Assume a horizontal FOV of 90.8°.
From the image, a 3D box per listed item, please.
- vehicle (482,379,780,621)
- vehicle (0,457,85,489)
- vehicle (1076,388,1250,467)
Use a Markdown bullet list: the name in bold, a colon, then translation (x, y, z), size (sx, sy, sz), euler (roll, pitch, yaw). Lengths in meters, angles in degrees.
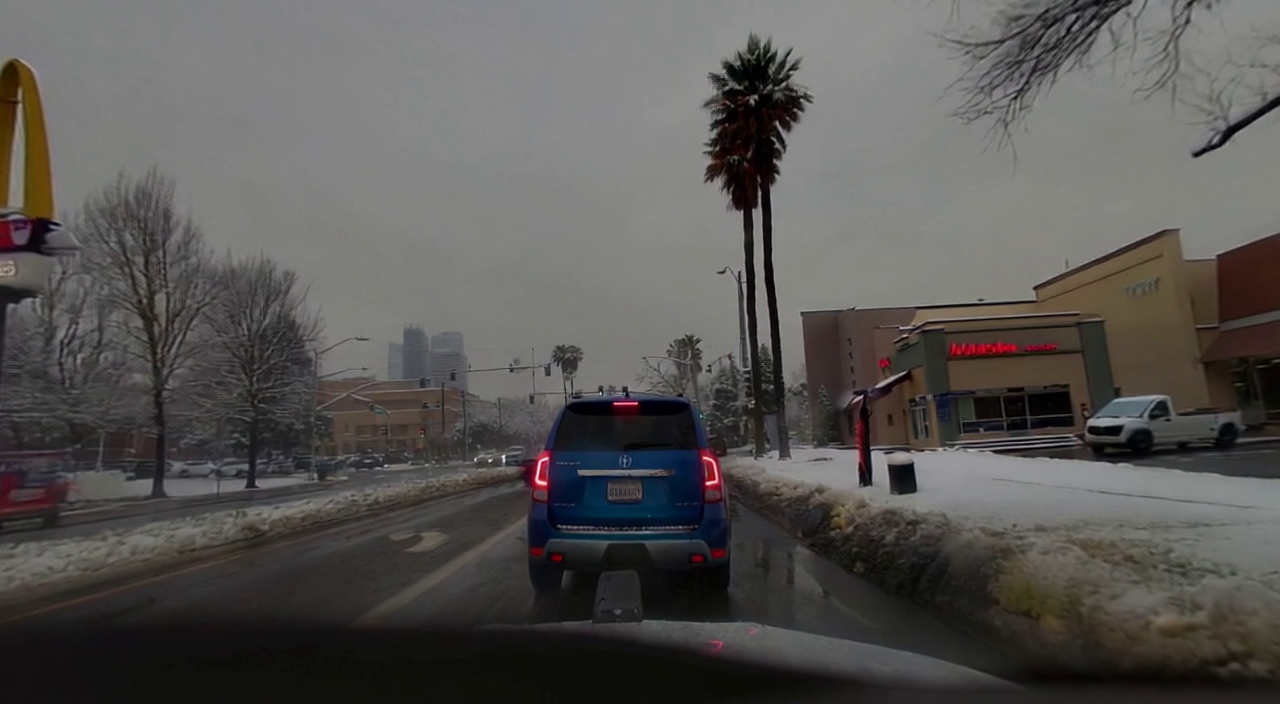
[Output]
- **vehicle**: translation (-0.120, 1.401, 6.789), size (2.234, 1.818, 3.869), euler (0, -9, -2)
- **vehicle**: translation (-28.468, 5.370, 28.132), size (5.154, 1.343, 1.943), euler (4, -9, -25)
- **vehicle**: translation (16.119, 2.388, 19.354), size (6.060, 2.047, 2.490), euler (6, -11, -36)
